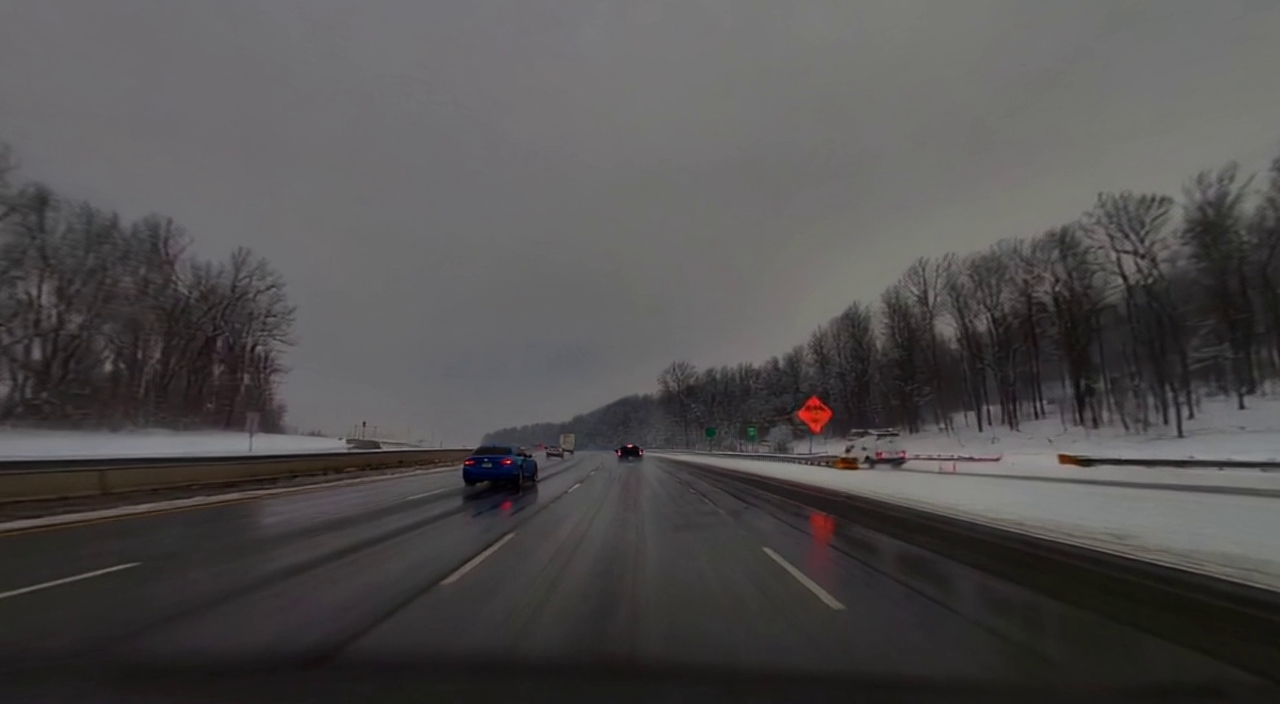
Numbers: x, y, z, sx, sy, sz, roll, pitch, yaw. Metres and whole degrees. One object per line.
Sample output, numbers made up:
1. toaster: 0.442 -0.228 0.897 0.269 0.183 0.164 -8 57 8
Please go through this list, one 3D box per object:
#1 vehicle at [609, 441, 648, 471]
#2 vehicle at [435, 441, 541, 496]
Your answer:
1. vehicle: -0.630 5.647 34.354 1.963 1.462 4.681 0 -8 -1
2. vehicle: -4.286 3.334 18.449 2.001 1.415 4.360 0 -8 0
